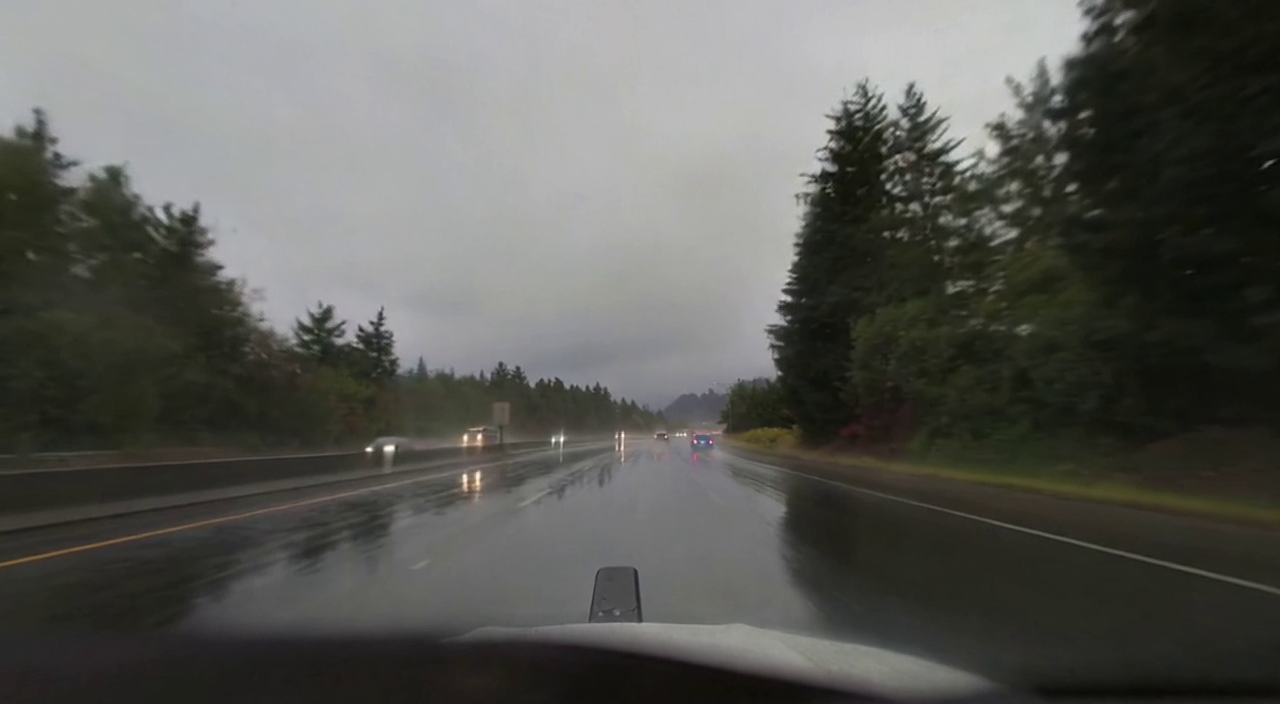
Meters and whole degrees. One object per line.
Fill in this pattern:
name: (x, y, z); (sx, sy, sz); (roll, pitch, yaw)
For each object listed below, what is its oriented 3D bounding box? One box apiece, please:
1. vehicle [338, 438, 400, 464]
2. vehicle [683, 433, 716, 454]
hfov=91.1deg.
vehicle: (-16.535, 6.015, 38.553); (1.783, 1.467, 4.405); (0, -8, 1)
vehicle: (4.267, 6.669, 45.858); (1.982, 1.452, 4.294); (0, -8, 0)
